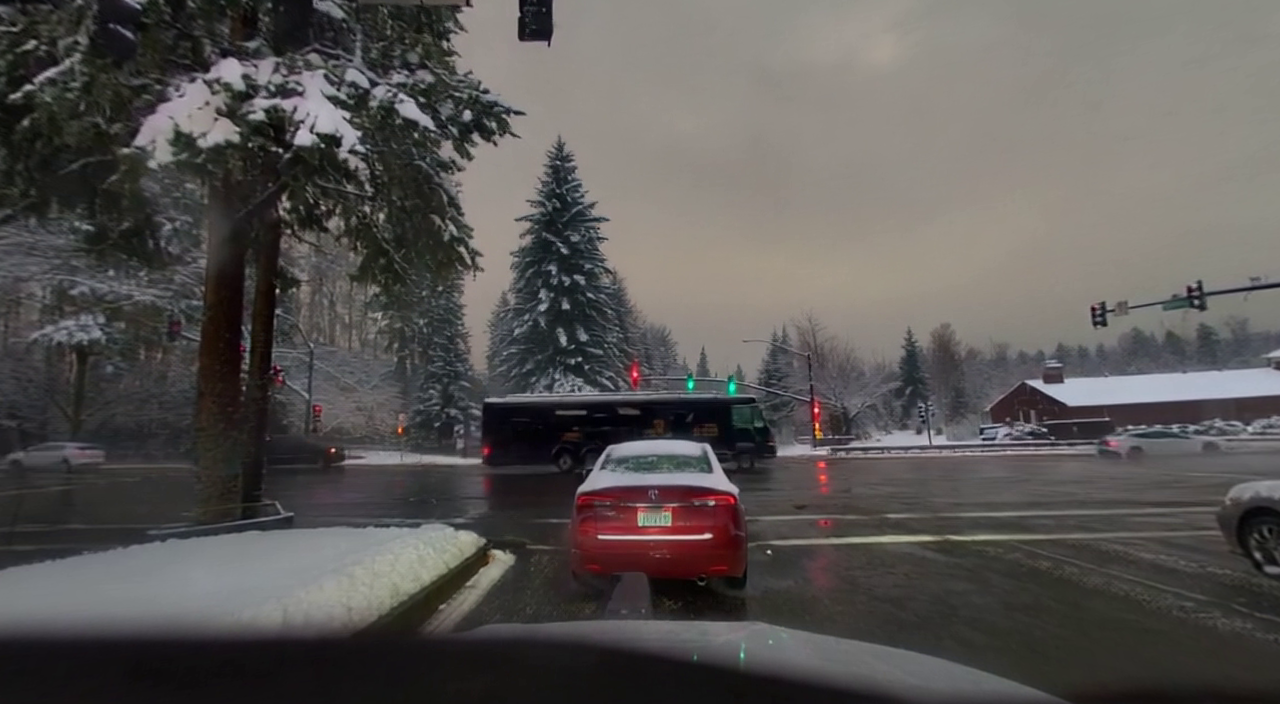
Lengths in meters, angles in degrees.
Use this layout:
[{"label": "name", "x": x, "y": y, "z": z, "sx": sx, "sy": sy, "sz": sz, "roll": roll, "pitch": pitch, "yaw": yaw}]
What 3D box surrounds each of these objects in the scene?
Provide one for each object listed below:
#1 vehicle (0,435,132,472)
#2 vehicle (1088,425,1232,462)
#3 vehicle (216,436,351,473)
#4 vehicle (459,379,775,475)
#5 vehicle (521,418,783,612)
[{"label": "vehicle", "x": -27.250, "y": 4.806, "z": 29.968, "sx": 4.450, "sy": 1.684, "sz": 1.894, "roll": 0, "pitch": -8, "yaw": 0}, {"label": "vehicle", "x": 21.536, "y": 3.827, "z": 26.255, "sx": 4.399, "sy": 1.445, "sz": 1.769, "roll": 0, "pitch": -9, "yaw": 0}, {"label": "vehicle", "x": -14.886, "y": 4.282, "z": 26.501, "sx": 4.517, "sy": 1.471, "sz": 1.854, "roll": 0, "pitch": -8, "yaw": 0}, {"label": "vehicle", "x": -0.770, "y": 2.729, "z": 22.648, "sx": 10.544, "sy": 3.126, "sz": 2.909, "roll": 0, "pitch": -8, "yaw": 1}, {"label": "vehicle", "x": 0.057, "y": 1.553, "z": 6.889, "sx": 2.041, "sy": 1.485, "sz": 3.813, "roll": 0, "pitch": -8, "yaw": -1}]
